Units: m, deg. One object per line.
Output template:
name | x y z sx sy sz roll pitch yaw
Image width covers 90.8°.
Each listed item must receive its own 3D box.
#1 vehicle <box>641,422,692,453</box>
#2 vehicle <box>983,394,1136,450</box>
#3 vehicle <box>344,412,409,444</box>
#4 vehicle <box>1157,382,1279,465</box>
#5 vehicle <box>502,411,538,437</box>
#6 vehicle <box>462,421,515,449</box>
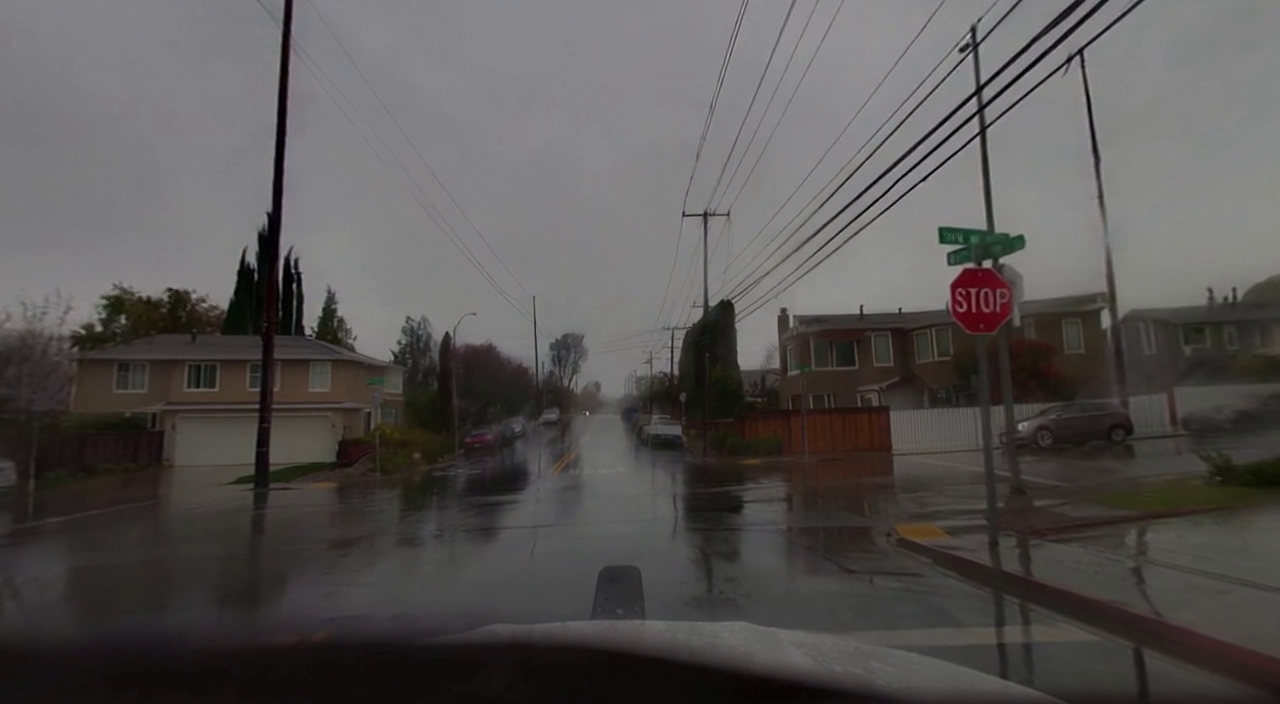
vehicle | 1.308 4.508 33.061 2.120 1.487 4.360 0 -8 -5
vehicle | 16.923 2.879 25.588 4.985 2.088 2.141 2 -9 -13
vehicle | -14.810 4.370 35.861 1.992 1.678 4.658 0 -8 -5
vehicle | 15.465 1.769 15.338 4.389 1.818 2.062 2 -9 -12
vehicle | -9.294 5.669 49.355 2.104 1.898 4.396 0 -8 -3
vehicle | -8.778 4.920 37.110 2.065 1.553 4.636 0 -8 -1
